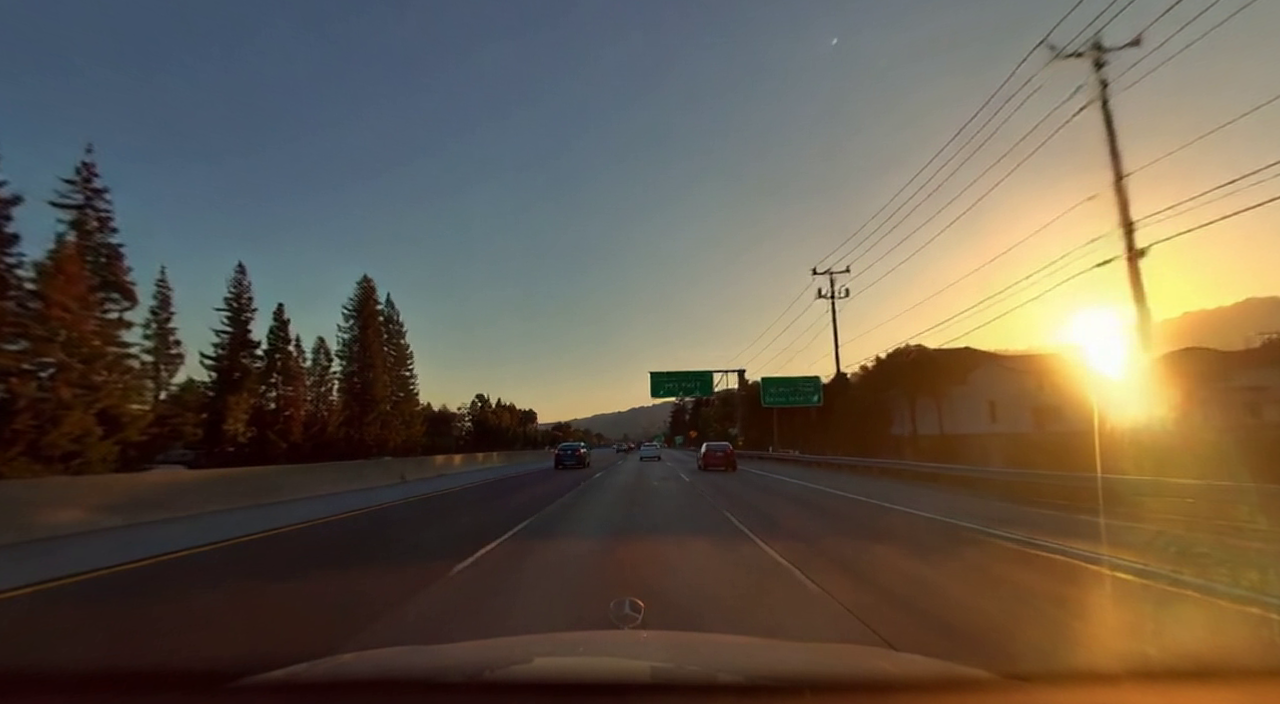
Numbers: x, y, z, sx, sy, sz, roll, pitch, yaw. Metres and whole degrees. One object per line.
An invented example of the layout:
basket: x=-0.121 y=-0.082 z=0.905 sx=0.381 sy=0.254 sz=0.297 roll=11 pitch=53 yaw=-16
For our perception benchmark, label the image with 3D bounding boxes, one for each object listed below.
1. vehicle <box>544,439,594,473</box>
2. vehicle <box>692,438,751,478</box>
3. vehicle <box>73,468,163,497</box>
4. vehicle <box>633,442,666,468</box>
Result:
vehicle: x=-3.932 y=5.831 z=35.751 sx=2.217 sy=1.773 sz=4.553 roll=0 pitch=-8 yaw=1
vehicle: x=3.438 y=4.540 z=27.232 sx=1.996 sy=1.579 sz=3.841 roll=0 pitch=-8 yaw=-1
vehicle: x=-35.224 y=8.805 z=42.789 sx=1.944 sy=1.663 sz=4.832 roll=0 pitch=-8 yaw=0
vehicle: x=0.603 y=6.777 z=41.863 sx=2.049 sy=1.620 sz=4.153 roll=0 pitch=-8 yaw=0
